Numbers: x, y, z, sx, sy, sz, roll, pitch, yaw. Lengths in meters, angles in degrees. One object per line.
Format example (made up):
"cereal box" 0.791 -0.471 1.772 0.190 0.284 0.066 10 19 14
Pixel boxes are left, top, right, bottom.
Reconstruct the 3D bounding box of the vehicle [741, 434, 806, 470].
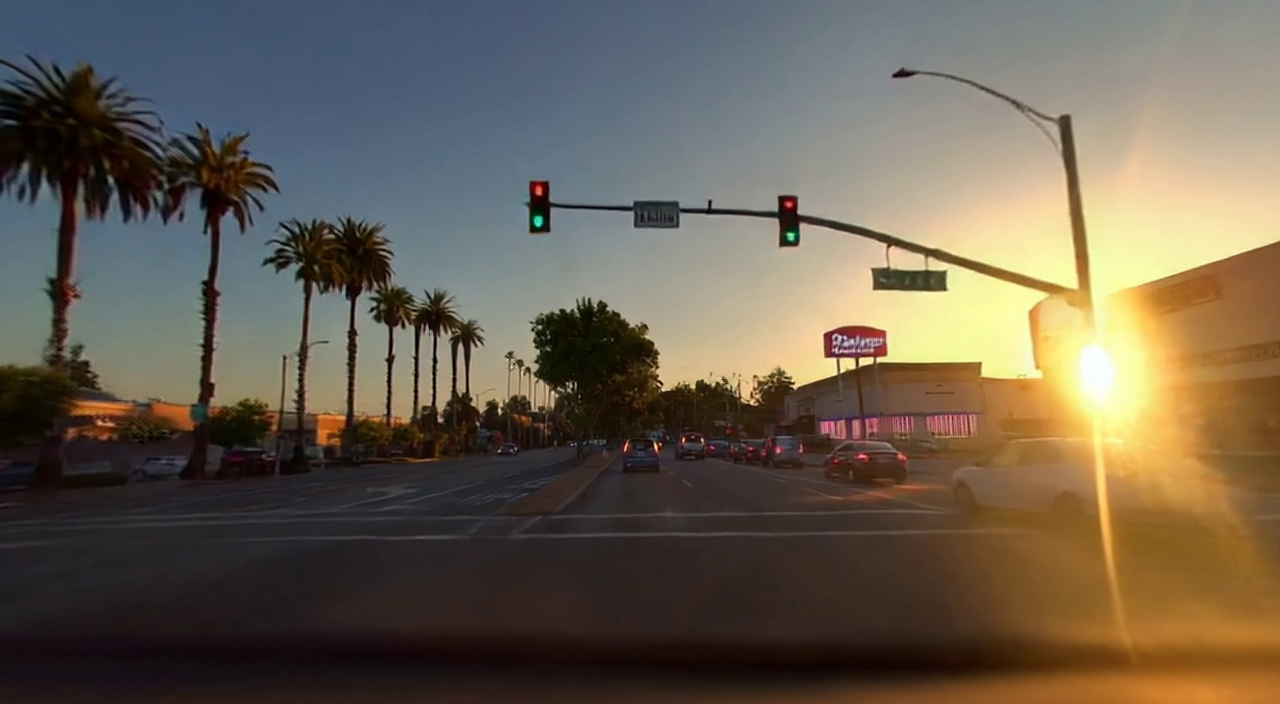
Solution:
"vehicle" 6.575 5.002 31.677 2.100 1.675 4.536 0 -9 -2

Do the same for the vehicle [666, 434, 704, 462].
"vehicle" 3.018 6.600 43.406 2.187 1.777 4.444 0 -9 -2

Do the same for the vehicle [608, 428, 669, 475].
"vehicle" -0.106 4.310 27.526 2.428 1.816 4.959 0 -9 -1

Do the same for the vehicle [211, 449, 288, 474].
"vehicle" -27.810 7.784 45.098 4.139 1.702 2.040 0 -9 -2

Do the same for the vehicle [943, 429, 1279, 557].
"vehicle" 6.704 1.969 9.594 1.902 1.461 4.428 0 -9 -2

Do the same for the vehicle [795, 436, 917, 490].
"vehicle" 6.624 3.470 20.126 2.038 1.476 5.032 0 -9 -1
